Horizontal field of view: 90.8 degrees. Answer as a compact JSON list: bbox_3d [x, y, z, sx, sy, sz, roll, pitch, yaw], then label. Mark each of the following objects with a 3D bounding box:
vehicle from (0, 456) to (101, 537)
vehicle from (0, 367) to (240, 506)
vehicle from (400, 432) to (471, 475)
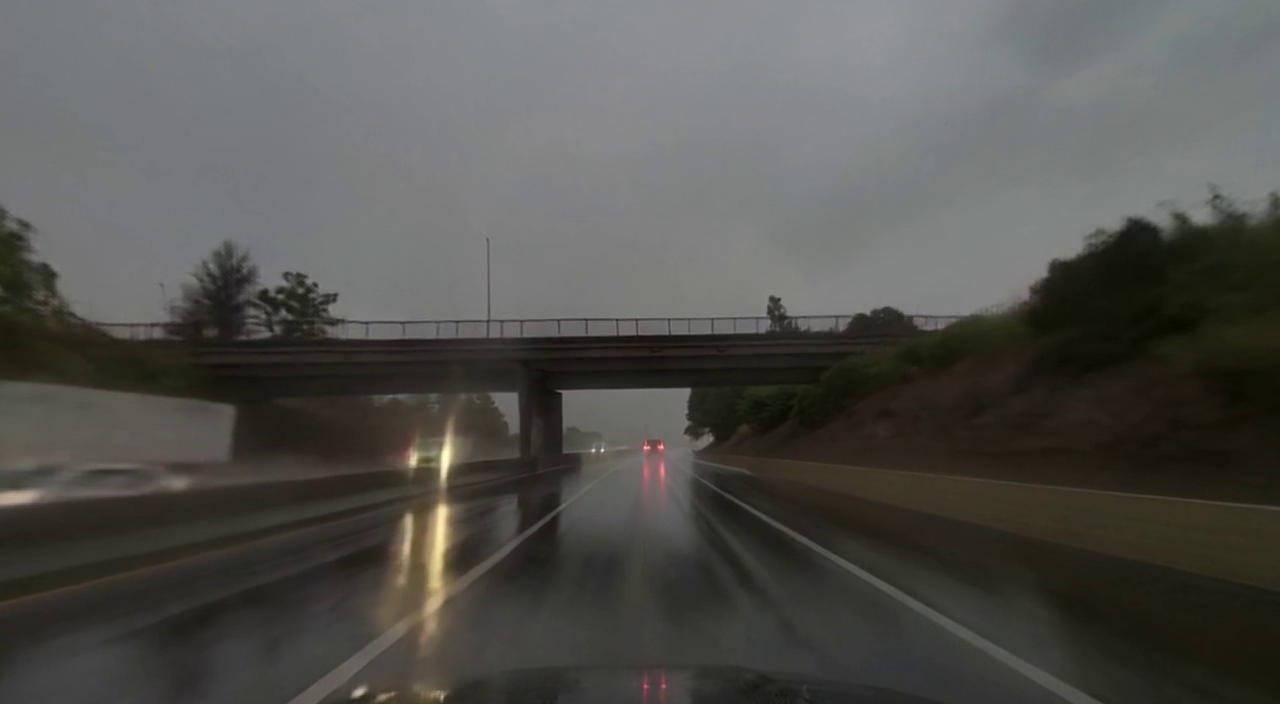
[{"bbox_3d":[-12.817,2.687,11.709,1.897,1.461,4.172,0,-9,0],"label":"vehicle"},{"bbox_3d":[-20.320,3.059,22.202,2.930,4.046,14.334,0,-9,1],"label":"vehicle"},{"bbox_3d":[-13.244,6.641,41.426,2.269,2.531,6.872,0,-9,1],"label":"vehicle"}]
